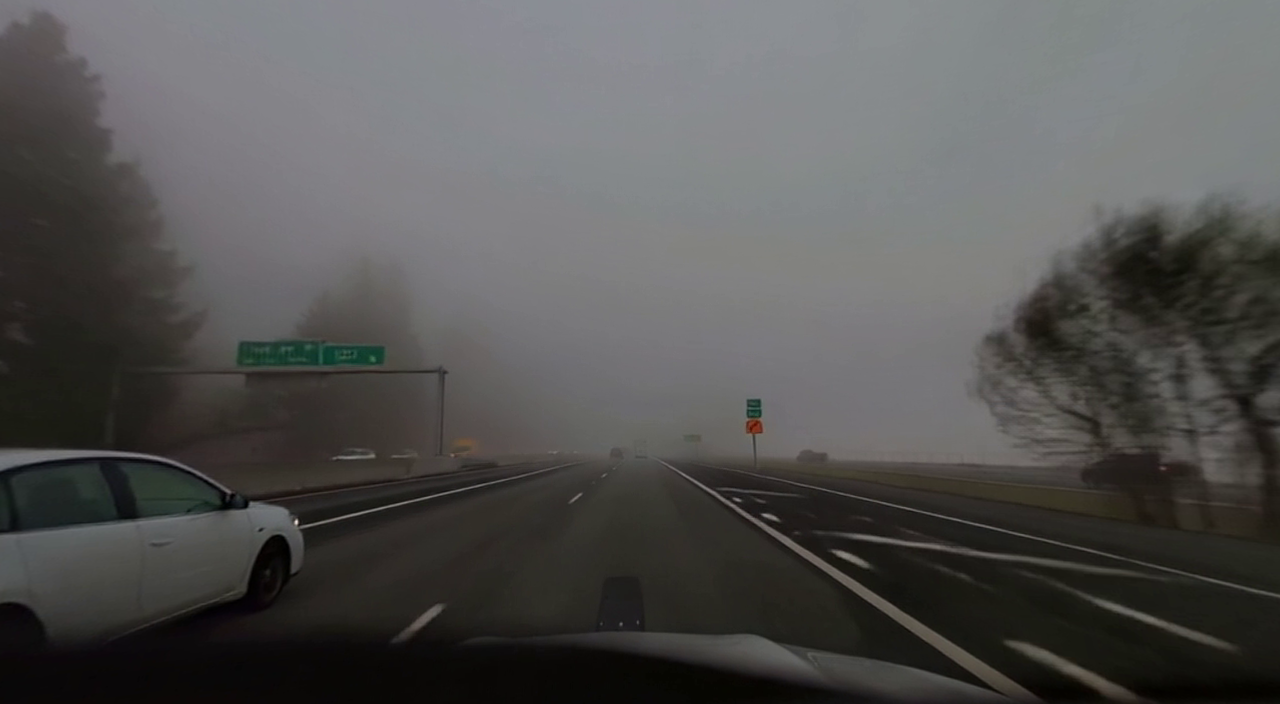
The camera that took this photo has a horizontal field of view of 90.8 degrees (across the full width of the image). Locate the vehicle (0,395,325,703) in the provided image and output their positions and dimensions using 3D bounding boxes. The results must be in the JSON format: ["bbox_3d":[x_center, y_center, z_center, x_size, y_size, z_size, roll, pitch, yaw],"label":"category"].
[{"bbox_3d":[-3.972,1.130,3.754,1.988,1.585,4.215,0,-9,0],"label":"vehicle"}]

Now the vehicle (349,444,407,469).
[{"bbox_3d":[-16.094,6.436,38.919,1.922,1.443,3.908,0,-9,0],"label":"vehicle"}]

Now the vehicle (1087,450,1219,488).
[{"bbox_3d":[26.165,5.948,32.366,1.973,1.766,4.726,6,-11,-34],"label":"vehicle"}]
